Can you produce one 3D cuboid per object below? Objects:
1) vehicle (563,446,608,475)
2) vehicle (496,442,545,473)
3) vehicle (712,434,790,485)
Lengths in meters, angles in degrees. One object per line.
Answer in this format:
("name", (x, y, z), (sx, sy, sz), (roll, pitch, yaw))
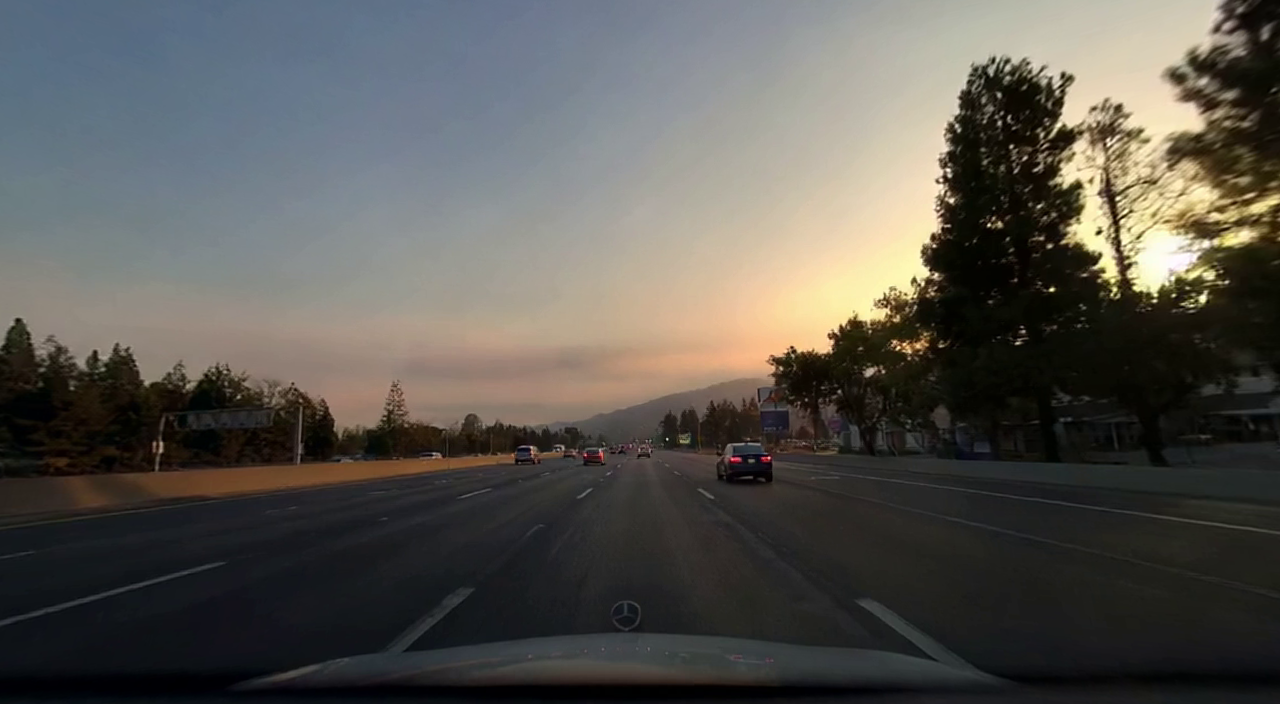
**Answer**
("vehicle", (-3.022, 6.165, 36.012), (2.139, 1.510, 4.506), (0, -9, 1))
("vehicle", (-7.523, 6.707, 40.168), (2.112, 1.813, 4.716), (-1, -9, 2))
("vehicle", (4.109, 4.096, 24.251), (2.109, 1.764, 4.704), (0, -9, 0))
